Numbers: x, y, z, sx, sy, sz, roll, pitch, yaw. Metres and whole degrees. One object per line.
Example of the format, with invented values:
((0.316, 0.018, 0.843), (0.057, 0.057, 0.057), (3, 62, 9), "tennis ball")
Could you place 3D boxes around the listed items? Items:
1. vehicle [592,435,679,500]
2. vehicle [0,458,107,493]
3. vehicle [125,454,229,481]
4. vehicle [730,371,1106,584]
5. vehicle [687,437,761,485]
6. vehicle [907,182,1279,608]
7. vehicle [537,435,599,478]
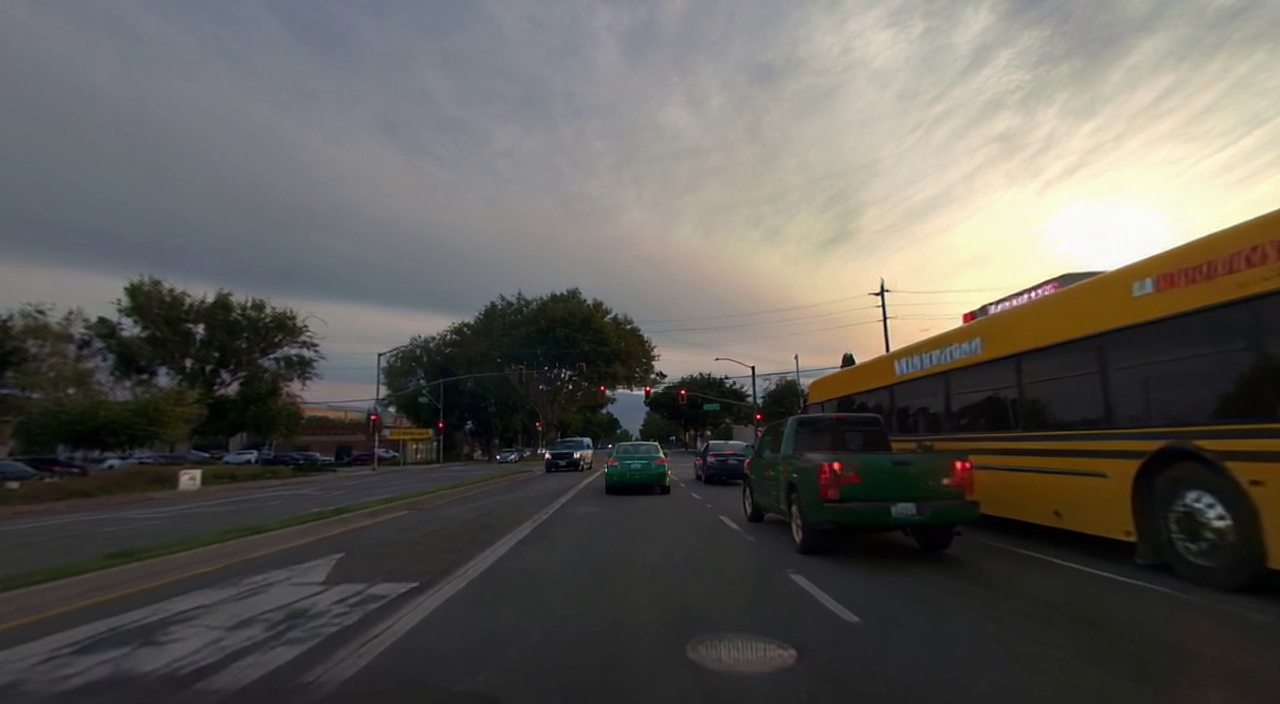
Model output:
((-0.136, 3.028, 16.920), (2.071, 1.525, 3.723), (0, -9, -1), "vehicle")
((-28.223, 5.731, 29.344), (4.881, 1.458, 1.914), (4, -10, -27), "vehicle")
((-27.766, 6.937, 38.098), (4.800, 1.461, 1.831), (5, -10, -31), "vehicle")
((2.988, 1.591, 8.862), (2.490, 1.951, 5.931), (0, -9, -1), "vehicle")
((2.808, 3.770, 22.139), (1.922, 1.508, 4.330), (0, -9, -1), "vehicle")
((6.466, 0.664, 7.173), (2.879, 3.318, 8.881), (0, -9, 0), "vehicle")
((-3.059, 4.557, 27.685), (2.180, 1.708, 4.397), (0, -9, 0), "vehicle")
